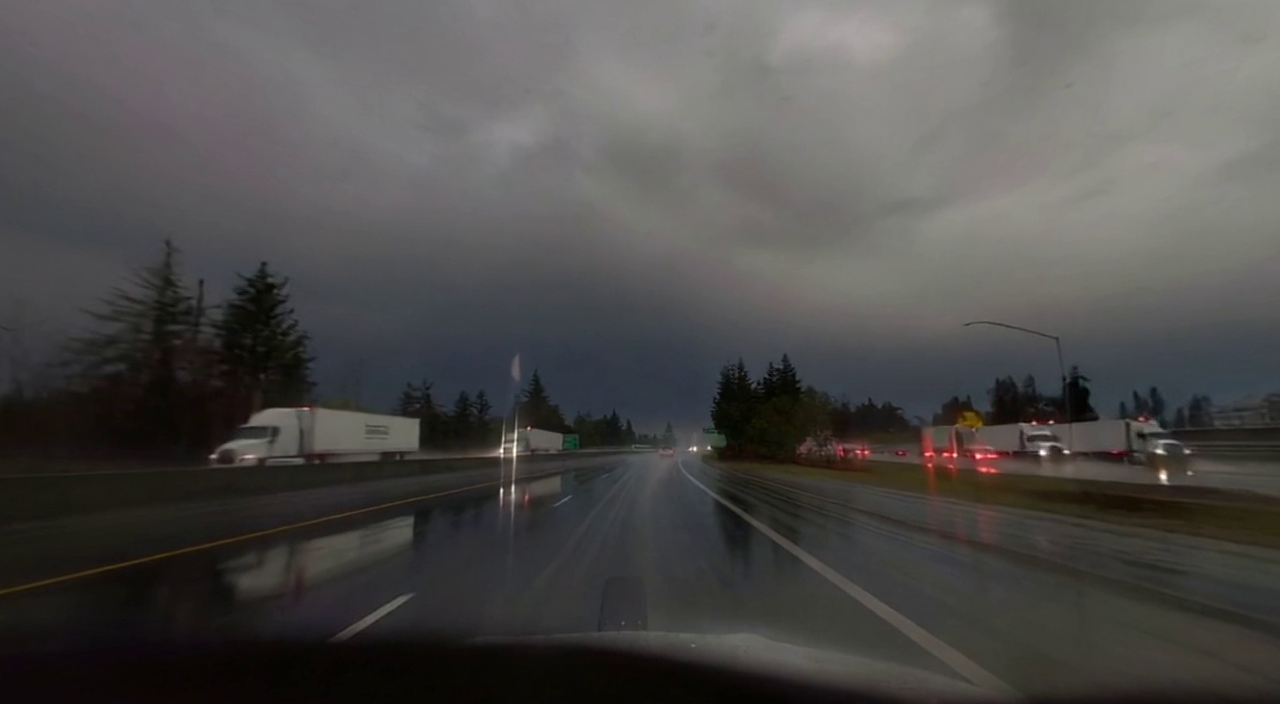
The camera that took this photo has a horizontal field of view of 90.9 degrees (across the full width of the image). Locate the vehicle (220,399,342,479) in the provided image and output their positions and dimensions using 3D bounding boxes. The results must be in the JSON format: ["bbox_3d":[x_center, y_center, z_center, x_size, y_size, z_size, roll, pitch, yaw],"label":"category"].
[{"bbox_3d":[-19.558,4.832,34.829,2.956,3.971,5.830,-1,-9,2],"label":"vehicle"}]

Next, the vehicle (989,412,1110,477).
[{"bbox_3d":[28.055,6.437,43.785,2.821,4.075,7.994,0,-9,-1],"label":"vehicle"}]

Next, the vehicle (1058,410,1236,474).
[{"bbox_3d":[37.070,6.844,47.203,2.901,3.941,12.447,-4,-9,0],"label":"vehicle"}]
